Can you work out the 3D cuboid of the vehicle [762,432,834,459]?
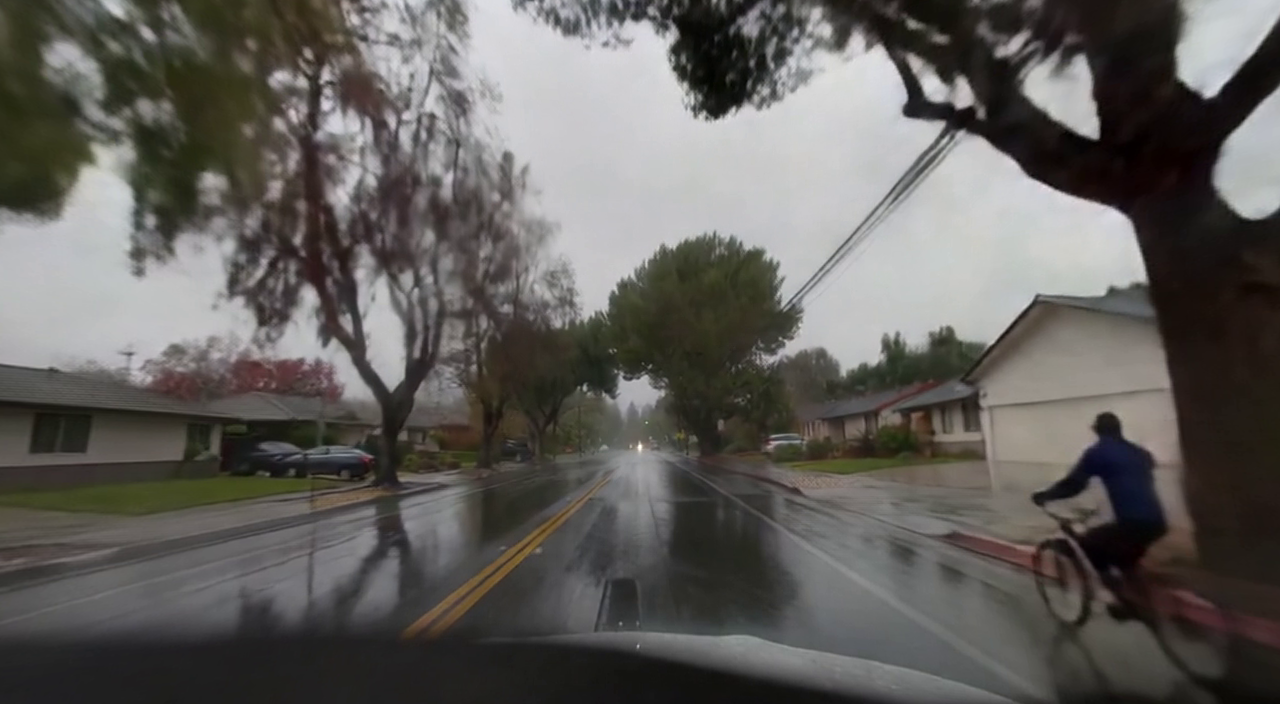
[{"bbox_3d":[10.825,6.432,43.542,4.449,1.765,1.917,0,-8,4],"label":"vehicle"}]

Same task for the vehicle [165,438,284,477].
[{"bbox_3d":[-19.538,4.933,29.794,4.455,1.707,1.939,6,-10,-37],"label":"vehicle"}]

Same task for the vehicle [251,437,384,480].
[{"bbox_3d":[-13.682,4.541,27.007,4.587,1.722,1.906,0,-8,-1],"label":"vehicle"}]
